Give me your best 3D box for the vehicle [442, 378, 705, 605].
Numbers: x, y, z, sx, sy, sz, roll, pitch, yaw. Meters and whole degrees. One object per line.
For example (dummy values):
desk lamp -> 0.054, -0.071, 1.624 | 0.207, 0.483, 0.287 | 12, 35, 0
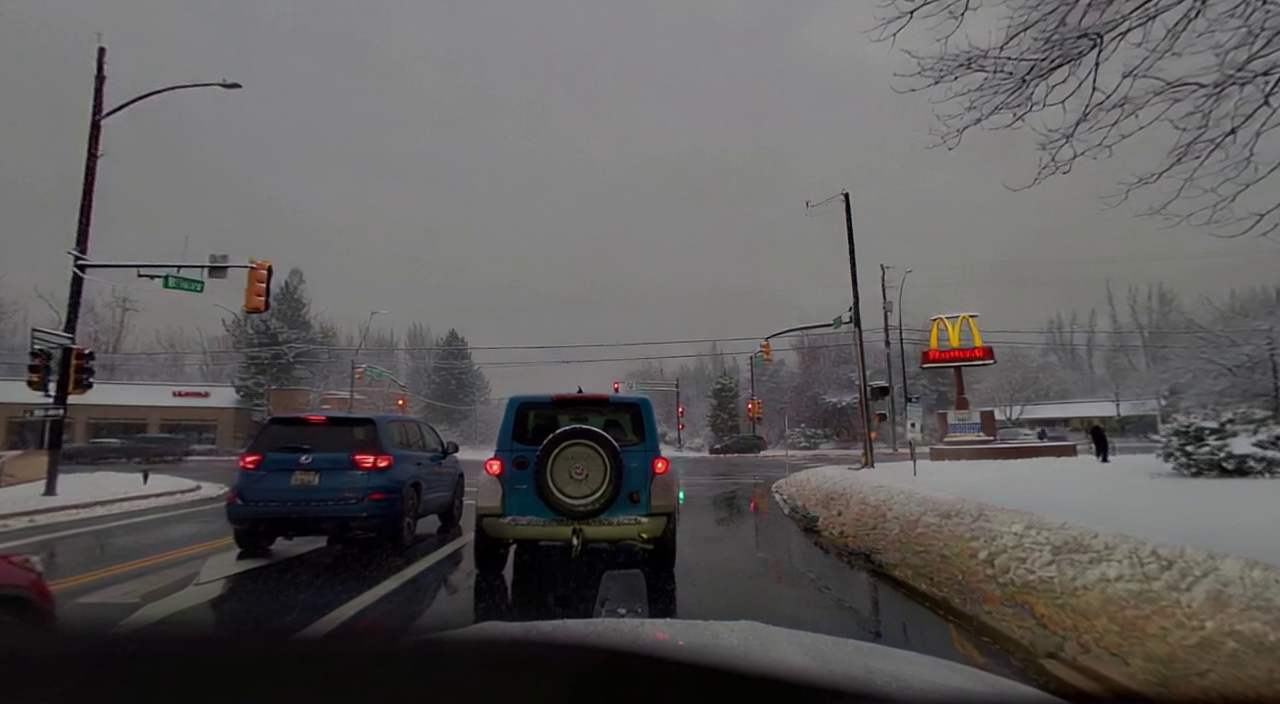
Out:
vehicle -> -0.617, 1.527, 7.787 | 2.224, 1.923, 4.643 | 0, -8, -2

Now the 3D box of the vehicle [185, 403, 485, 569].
vehicle -> -3.914, 1.806, 9.259 | 2.130, 1.819, 4.497 | 0, -9, 0

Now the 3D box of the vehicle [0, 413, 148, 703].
vehicle -> -3.891, 0.807, 1.424 | 1.941, 1.479, 4.541 | 0, -8, -1
